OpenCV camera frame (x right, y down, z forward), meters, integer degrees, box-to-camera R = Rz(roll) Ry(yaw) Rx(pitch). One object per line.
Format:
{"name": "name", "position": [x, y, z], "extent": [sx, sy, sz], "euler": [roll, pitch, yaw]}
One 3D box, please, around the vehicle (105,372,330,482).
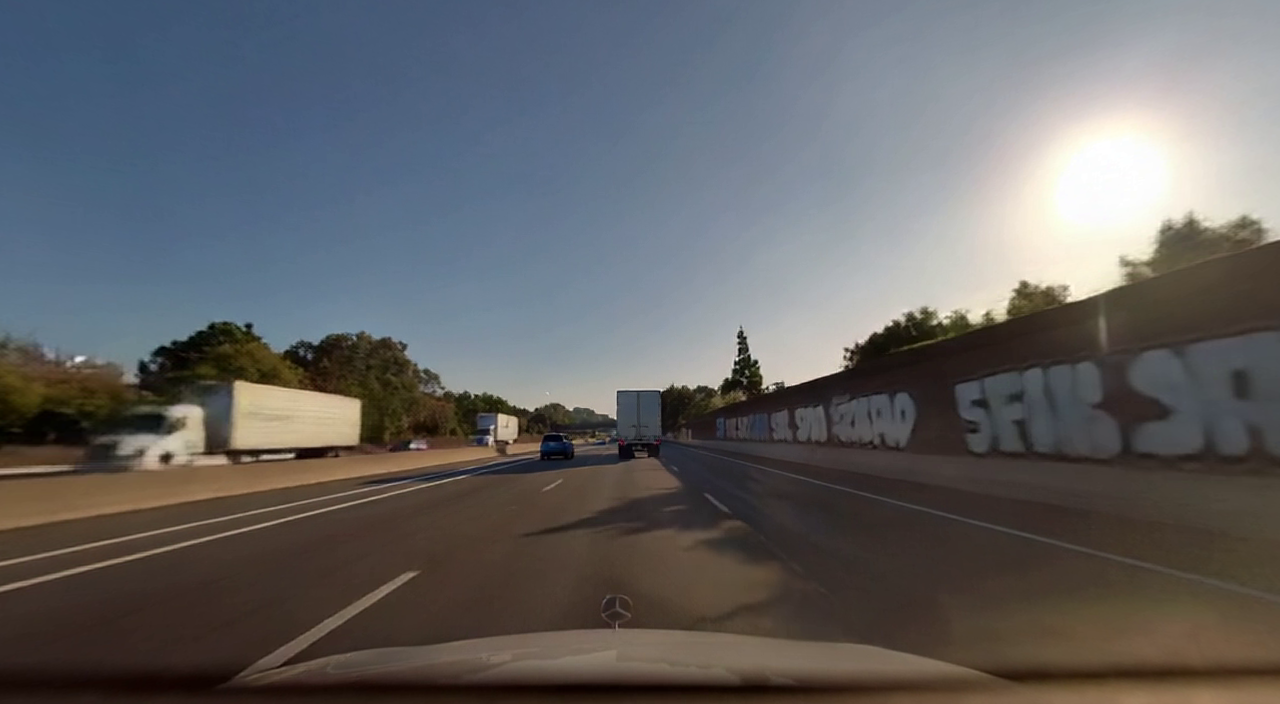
{"name": "vehicle", "position": [-17.512, 3.345, 27.512], "extent": [2.880, 3.918, 10.150], "euler": [0, -8, -1]}

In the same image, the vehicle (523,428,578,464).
{"name": "vehicle", "position": [-4.313, 4.611, 30.994], "extent": [2.058, 1.645, 4.130], "euler": [0, -8, 0]}

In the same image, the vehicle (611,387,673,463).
{"name": "vehicle", "position": [0.034, 4.125, 34.862], "extent": [2.927, 3.649, 9.443], "euler": [0, -8, -1]}
